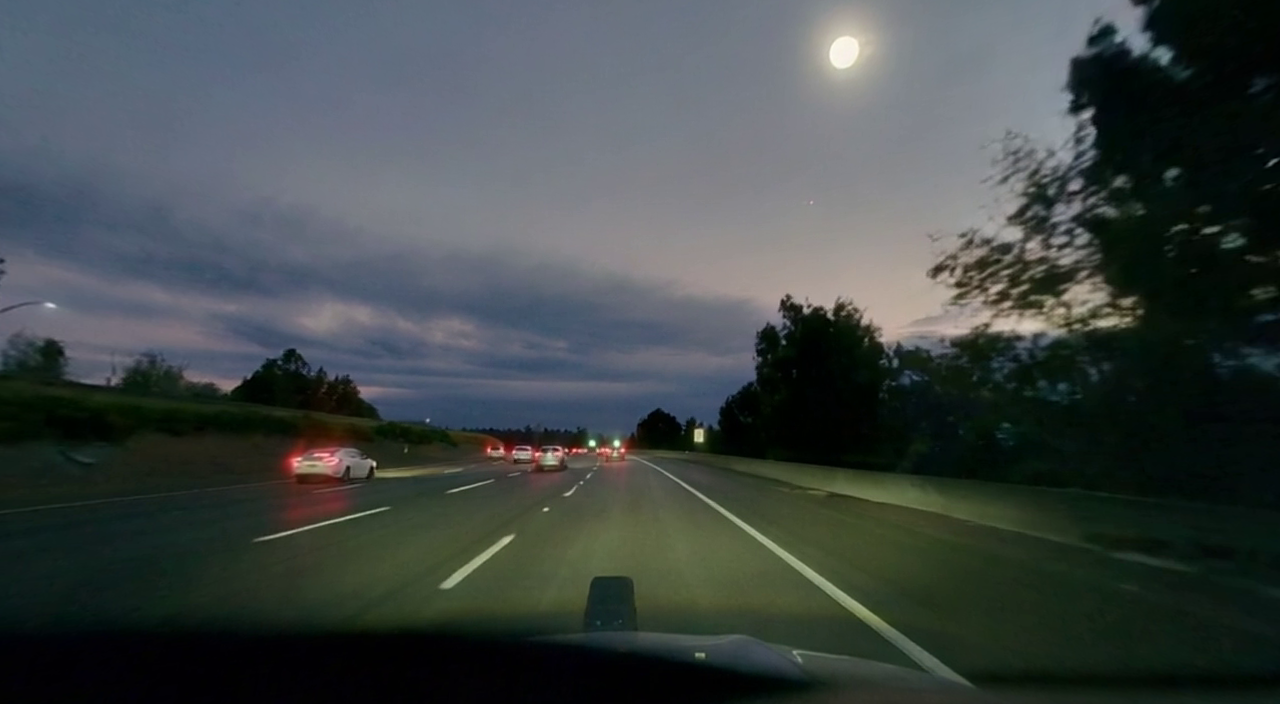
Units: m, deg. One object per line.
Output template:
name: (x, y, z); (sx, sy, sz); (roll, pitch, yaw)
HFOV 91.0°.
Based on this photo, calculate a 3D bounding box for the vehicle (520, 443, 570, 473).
vehicle: (-4.859, 5.481, 32.702); (2.120, 1.458, 4.031); (0, -9, -2)

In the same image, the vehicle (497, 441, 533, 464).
vehicle: (-9.269, 7.485, 47.007); (2.015, 1.608, 4.294); (0, -9, -3)

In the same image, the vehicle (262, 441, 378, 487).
vehicle: (-11.562, 4.066, 23.164); (1.960, 1.487, 4.593); (0, -9, -2)
